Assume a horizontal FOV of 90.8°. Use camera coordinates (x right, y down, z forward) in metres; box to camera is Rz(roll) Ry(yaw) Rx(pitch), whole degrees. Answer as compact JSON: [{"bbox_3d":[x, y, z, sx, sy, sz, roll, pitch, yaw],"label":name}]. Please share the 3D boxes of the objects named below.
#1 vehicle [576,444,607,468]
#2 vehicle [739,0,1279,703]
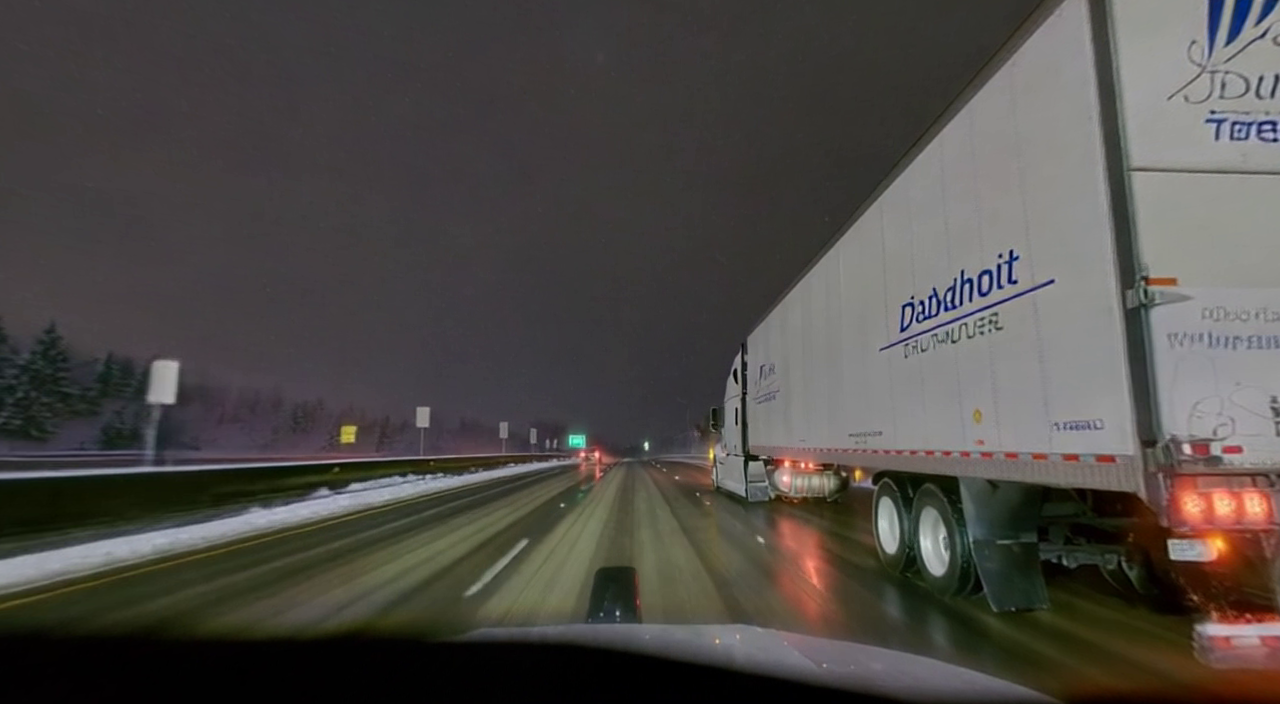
[{"bbox_3d":[-3.464,7.531,45.870,2.030,1.657,3.926,0,-8,-1],"label":"vehicle"},{"bbox_3d":[3.952,0.624,9.213,2.962,4.132,12.720,0,-8,0],"label":"vehicle"}]
